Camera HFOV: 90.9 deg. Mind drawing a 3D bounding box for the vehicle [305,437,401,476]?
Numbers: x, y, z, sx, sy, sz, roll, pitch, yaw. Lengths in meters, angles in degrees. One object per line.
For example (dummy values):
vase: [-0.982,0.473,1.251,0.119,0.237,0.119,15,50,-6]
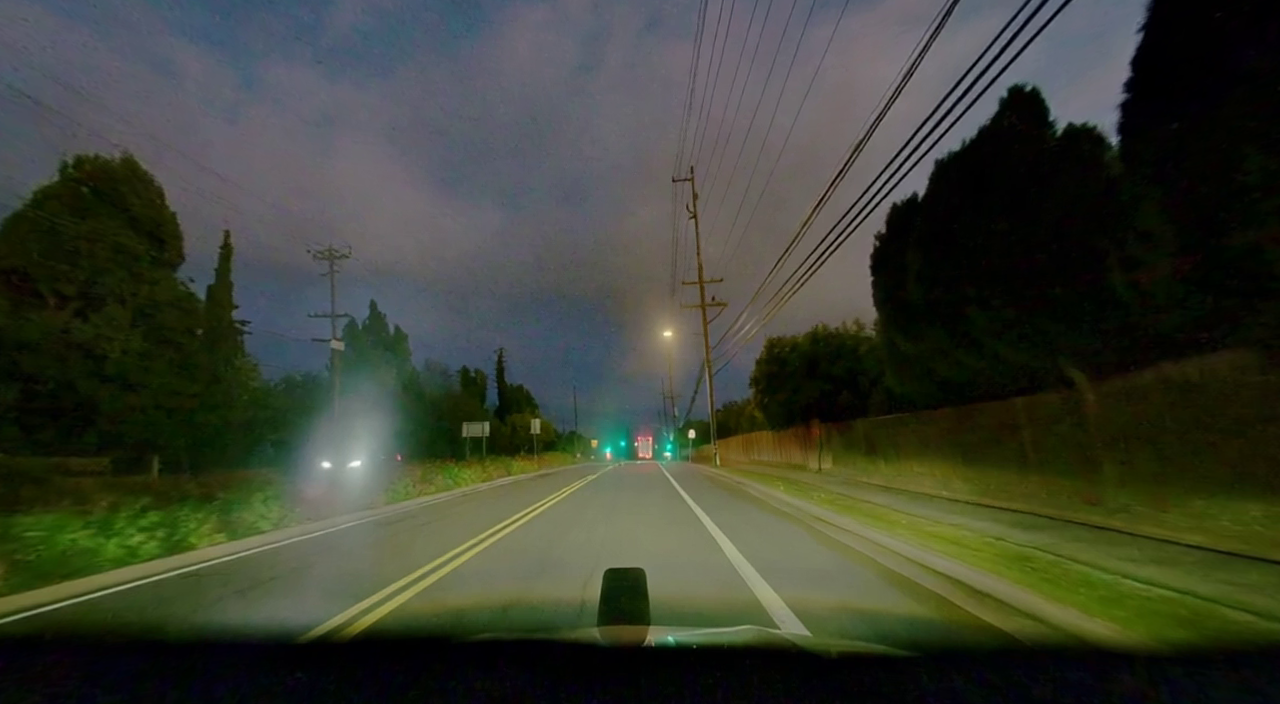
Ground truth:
vehicle: [-15.000,5.502,33.424,2.266,1.851,5.789,0,-8,1]
